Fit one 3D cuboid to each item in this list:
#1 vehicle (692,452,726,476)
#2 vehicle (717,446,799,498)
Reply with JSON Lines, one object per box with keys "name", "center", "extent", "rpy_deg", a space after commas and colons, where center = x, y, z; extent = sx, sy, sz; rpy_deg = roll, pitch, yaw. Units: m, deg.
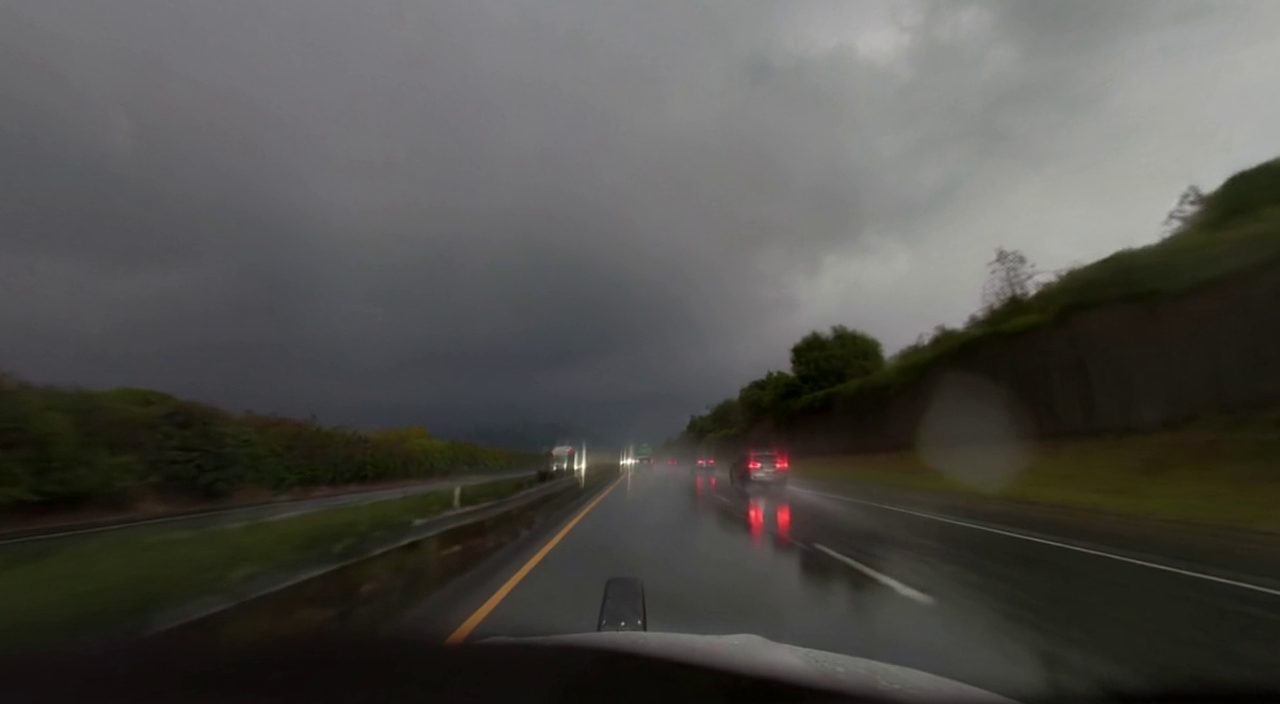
{"name": "vehicle", "center": [5.087, 8.331, 46.997], "extent": [1.994, 1.671, 3.949], "rpy_deg": [0, -9, -1]}
{"name": "vehicle", "center": [4.153, 4.308, 23.016], "extent": [2.122, 1.662, 4.392], "rpy_deg": [0, -9, 0]}
